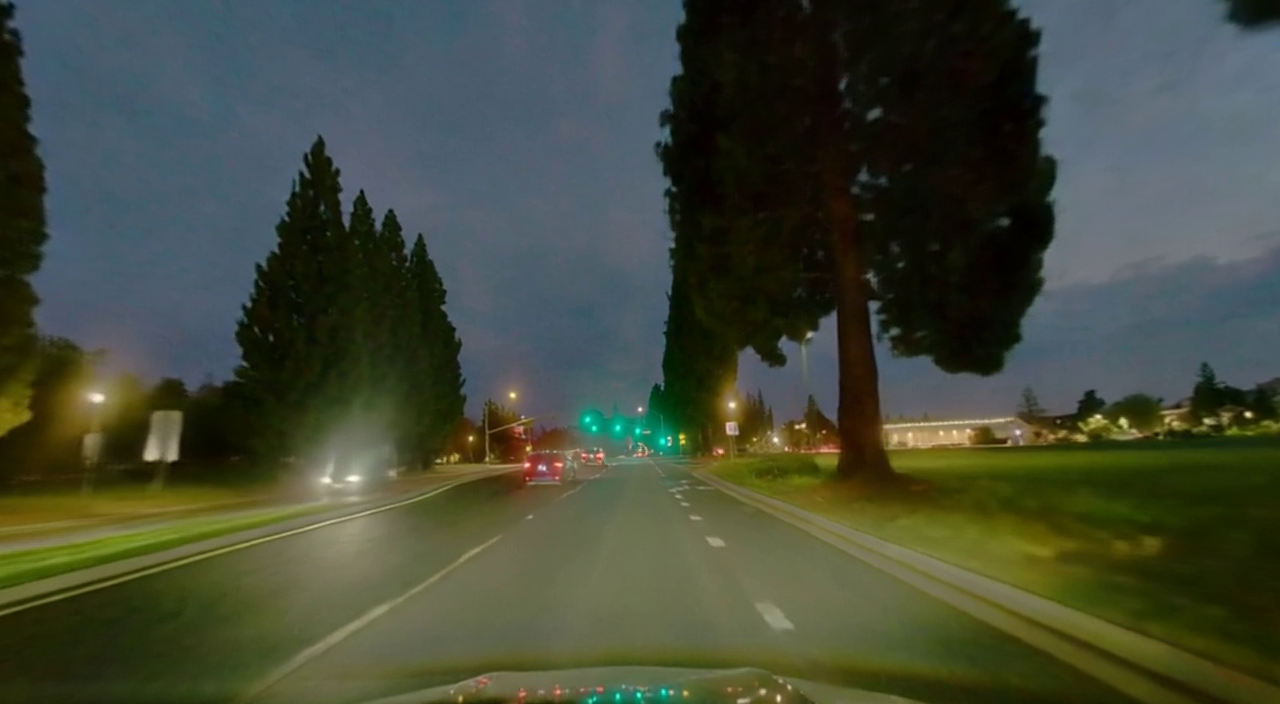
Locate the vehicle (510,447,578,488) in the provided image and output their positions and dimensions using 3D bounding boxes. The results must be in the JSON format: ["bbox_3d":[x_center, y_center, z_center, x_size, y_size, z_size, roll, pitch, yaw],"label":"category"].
[{"bbox_3d":[-3.622,4.408,24.527,1.932,1.431,4.144,0,-9,1],"label":"vehicle"}]

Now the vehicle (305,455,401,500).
[{"bbox_3d":[-11.899,5.192,26.546,1.988,1.660,4.317,0,-9,0],"label":"vehicle"}]
